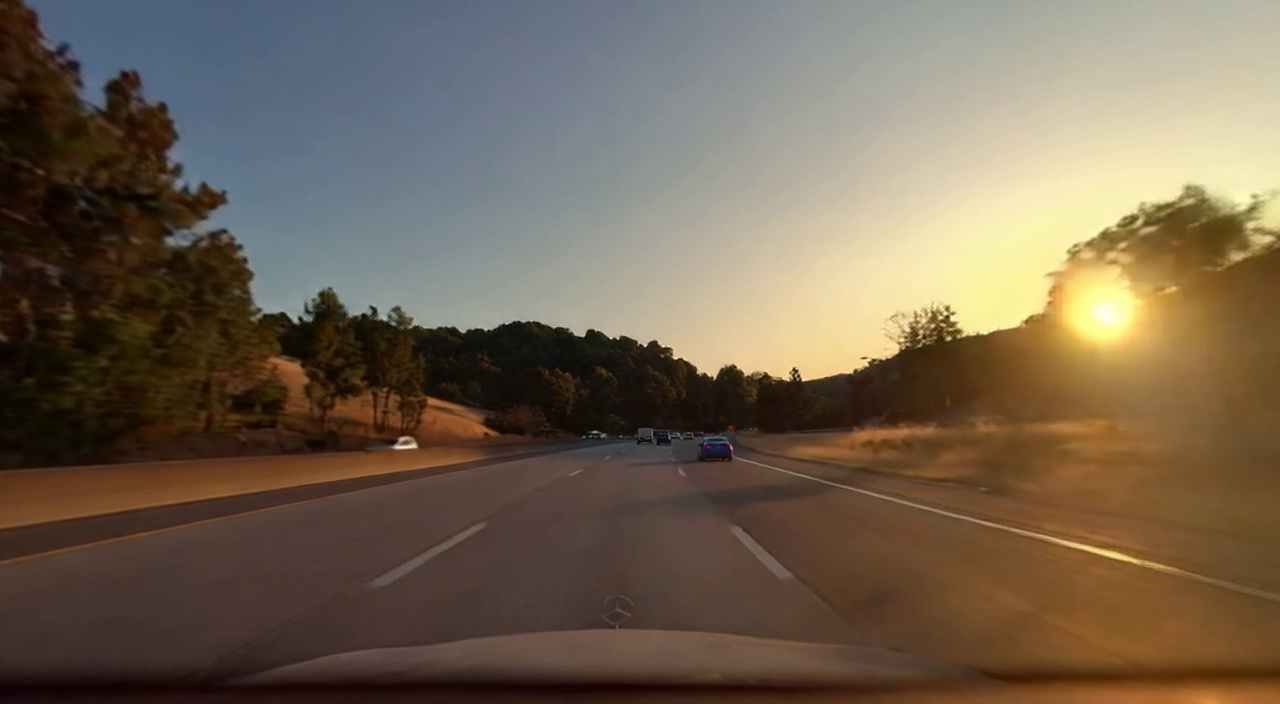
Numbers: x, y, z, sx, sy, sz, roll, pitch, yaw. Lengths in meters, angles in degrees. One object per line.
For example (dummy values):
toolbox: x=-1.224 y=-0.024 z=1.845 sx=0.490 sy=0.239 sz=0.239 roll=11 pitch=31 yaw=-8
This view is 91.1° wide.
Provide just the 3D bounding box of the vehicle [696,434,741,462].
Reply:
vehicle: x=4.322 y=5.340 z=35.248 sx=1.982 sy=1.452 sz=4.294 roll=0 pitch=-8 yaw=0

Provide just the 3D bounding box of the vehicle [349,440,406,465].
vehicle: x=-16.378 y=6.252 z=39.368 sx=1.815 sy=1.421 sz=3.766 roll=0 pitch=-8 yaw=2
